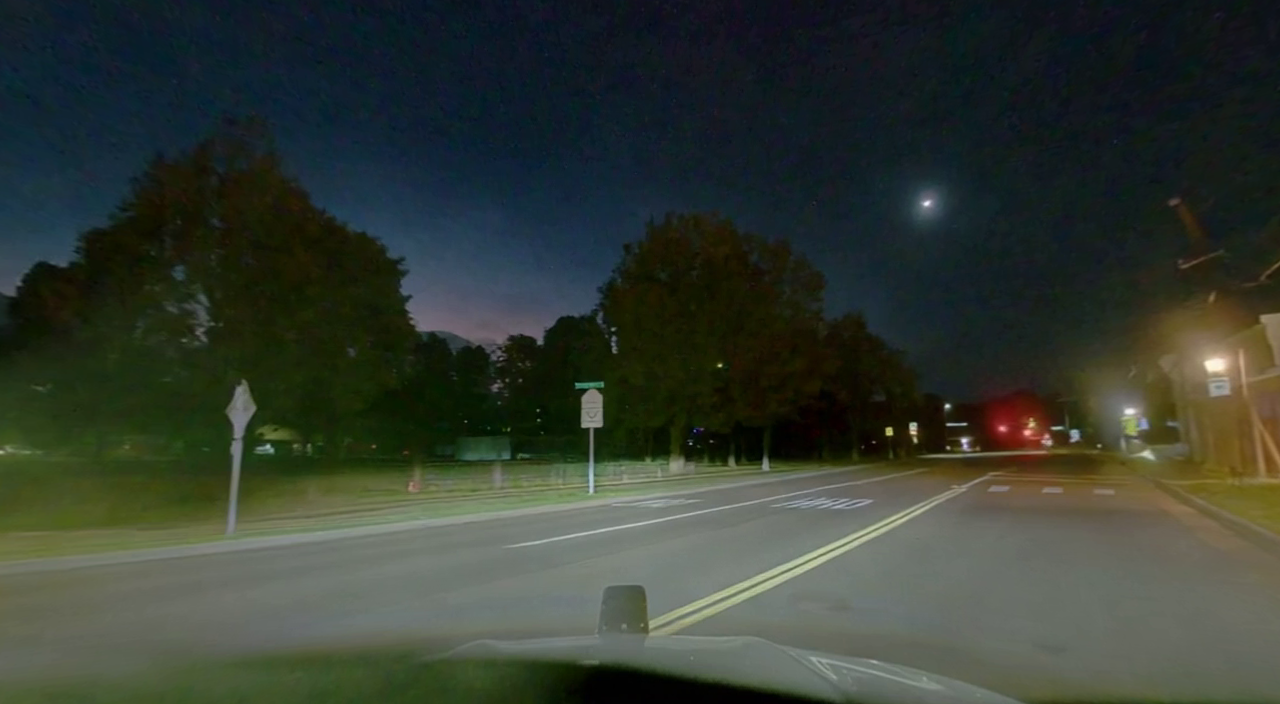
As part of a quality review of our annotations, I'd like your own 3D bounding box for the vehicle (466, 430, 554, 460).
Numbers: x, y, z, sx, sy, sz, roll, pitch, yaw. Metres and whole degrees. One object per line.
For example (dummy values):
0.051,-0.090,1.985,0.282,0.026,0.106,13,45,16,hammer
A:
-7.939,5.629,38.299,5.035,1.666,2.449,-6,-9,36,vehicle
